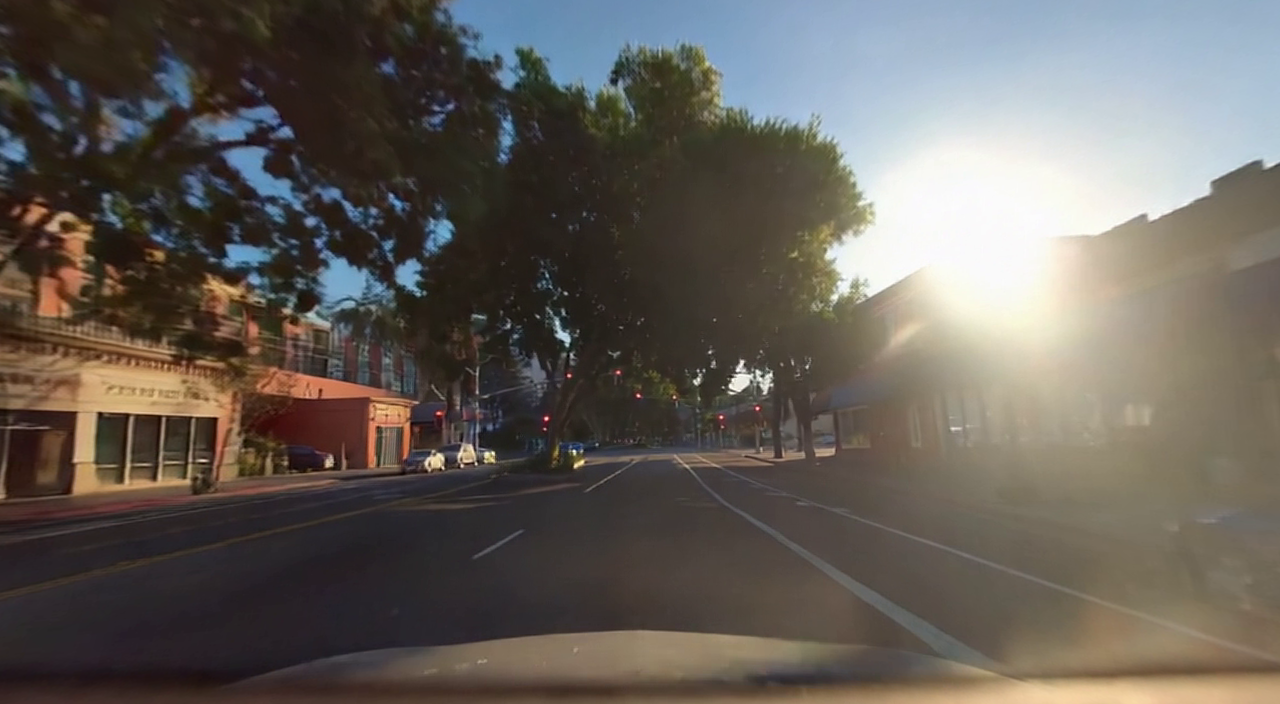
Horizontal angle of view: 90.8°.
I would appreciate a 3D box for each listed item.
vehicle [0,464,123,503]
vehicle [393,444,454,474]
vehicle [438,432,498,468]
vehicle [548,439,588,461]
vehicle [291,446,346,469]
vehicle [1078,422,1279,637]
[{"bbox_3d":[-24.197,5.415,26.231,3.721,1.470,1.967,0,-8,3],"label":"vehicle"},{"bbox_3d":[-11.610,5.750,34.186,1.868,1.520,3.796,0,-8,1],"label":"vehicle"},{"bbox_3d":[-11.202,6.457,41.717,2.268,2.181,5.482,0,-8,2],"label":"vehicle"},{"bbox_3d":[-5.205,7.128,46.125,2.129,1.495,4.699,0,-8,3],"label":"vehicle"},{"bbox_3d":[-22.531,7.378,44.408,1.788,1.487,3.880,0,-8,0],"label":"vehicle"},{"bbox_3d":[5.459,1.125,3.633,2.010,1.473,5.353,0,-8,-1],"label":"vehicle"}]
